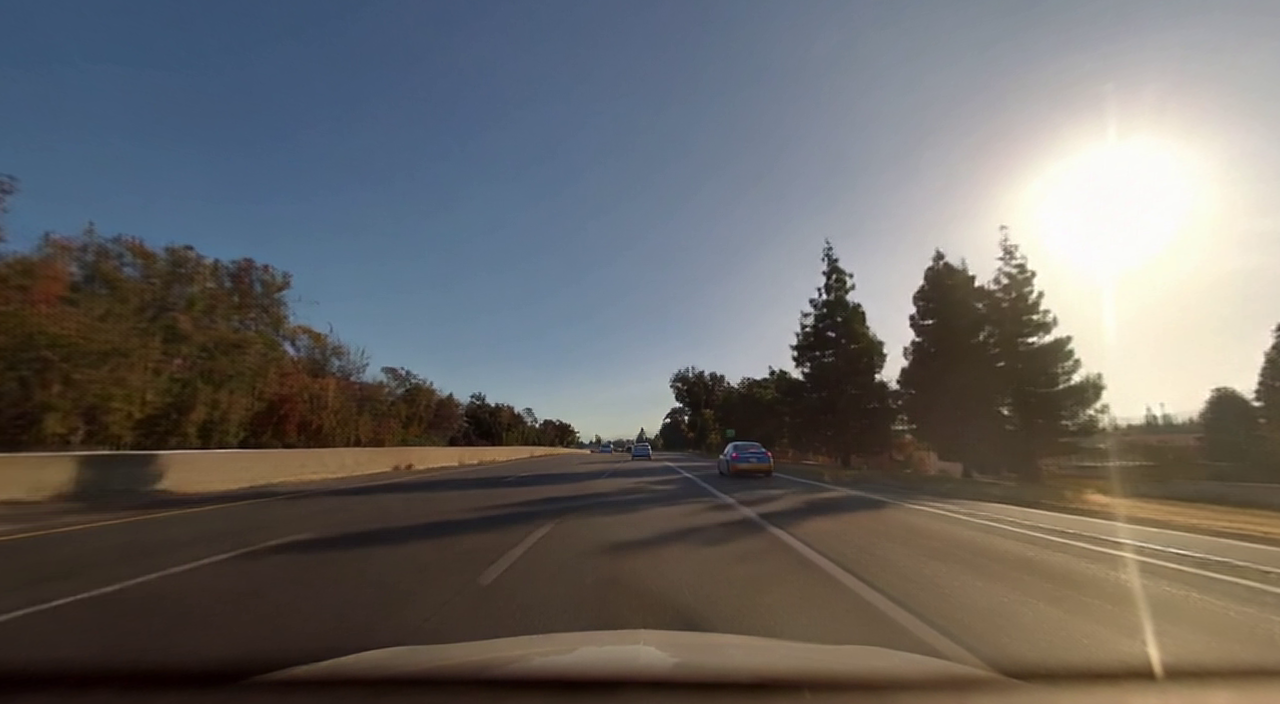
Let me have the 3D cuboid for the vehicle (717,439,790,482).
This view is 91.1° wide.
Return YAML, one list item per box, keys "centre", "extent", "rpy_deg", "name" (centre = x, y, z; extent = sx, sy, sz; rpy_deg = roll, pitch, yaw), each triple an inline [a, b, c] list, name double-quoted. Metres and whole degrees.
- centre: [4.410, 4.283, 25.061]
  extent: [2.008, 1.524, 4.598]
  rpy_deg: [0, -8, -1]
  name: "vehicle"

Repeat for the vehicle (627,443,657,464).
- centre: [0.119, 7.390, 45.716]
  extent: [2.052, 1.449, 3.857]
  rpy_deg: [0, -8, 0]
  name: "vehicle"
